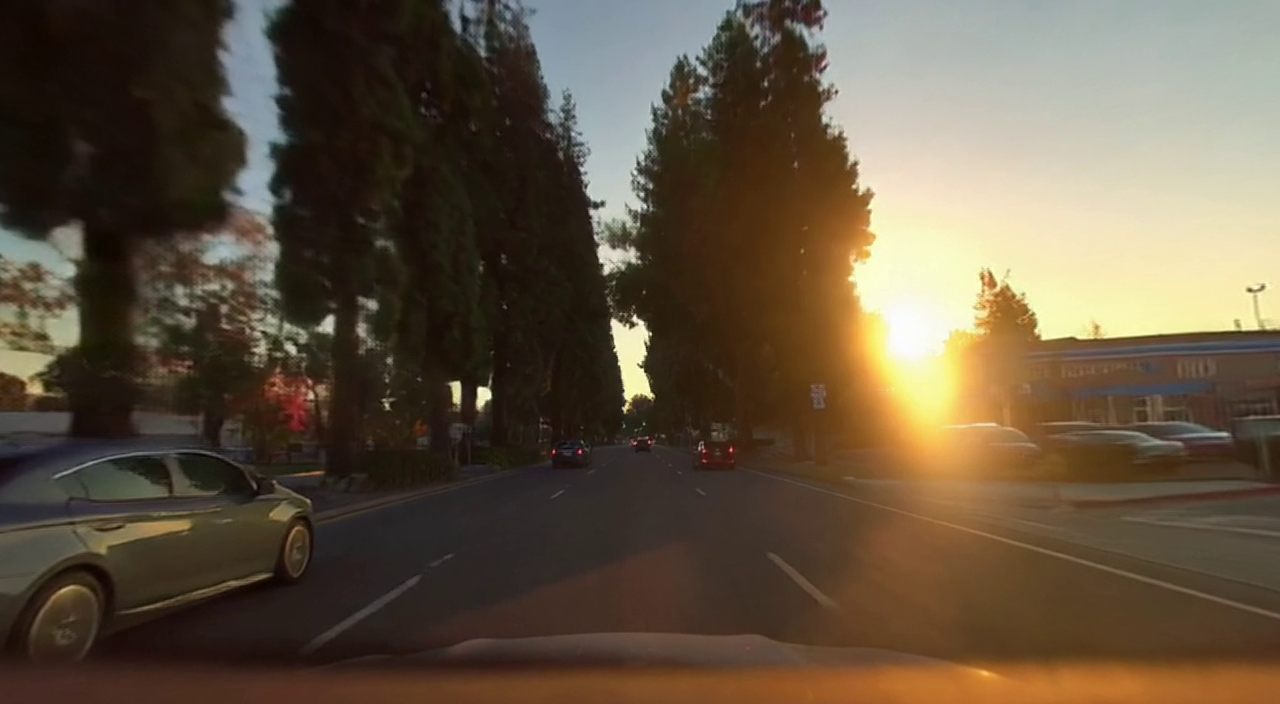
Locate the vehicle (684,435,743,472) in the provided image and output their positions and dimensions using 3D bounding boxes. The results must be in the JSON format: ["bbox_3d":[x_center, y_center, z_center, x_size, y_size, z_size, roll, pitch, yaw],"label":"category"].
[{"bbox_3d":[3.203,4.560,28.440,2.010,1.486,4.498,-1,-8,-1],"label":"vehicle"}]

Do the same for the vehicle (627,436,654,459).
[{"bbox_3d":[0.049,7.147,47.322,1.922,1.579,3.642,-1,-8,0],"label":"vehicle"}]

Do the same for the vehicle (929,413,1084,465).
[{"bbox_3d":[13.957,3.391,24.372,2.097,1.779,4.720,3,-9,-23],"label":"vehicle"}]

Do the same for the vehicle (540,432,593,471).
[{"bbox_3d":[-3.613,4.959,31.634,2.051,1.747,4.370,-1,-8,1],"label":"vehicle"}]

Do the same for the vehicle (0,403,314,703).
[{"bbox_3d":[-4.080,1.068,3.290,1.988,1.530,5.155,-1,-8,0],"label":"vehicle"}]
